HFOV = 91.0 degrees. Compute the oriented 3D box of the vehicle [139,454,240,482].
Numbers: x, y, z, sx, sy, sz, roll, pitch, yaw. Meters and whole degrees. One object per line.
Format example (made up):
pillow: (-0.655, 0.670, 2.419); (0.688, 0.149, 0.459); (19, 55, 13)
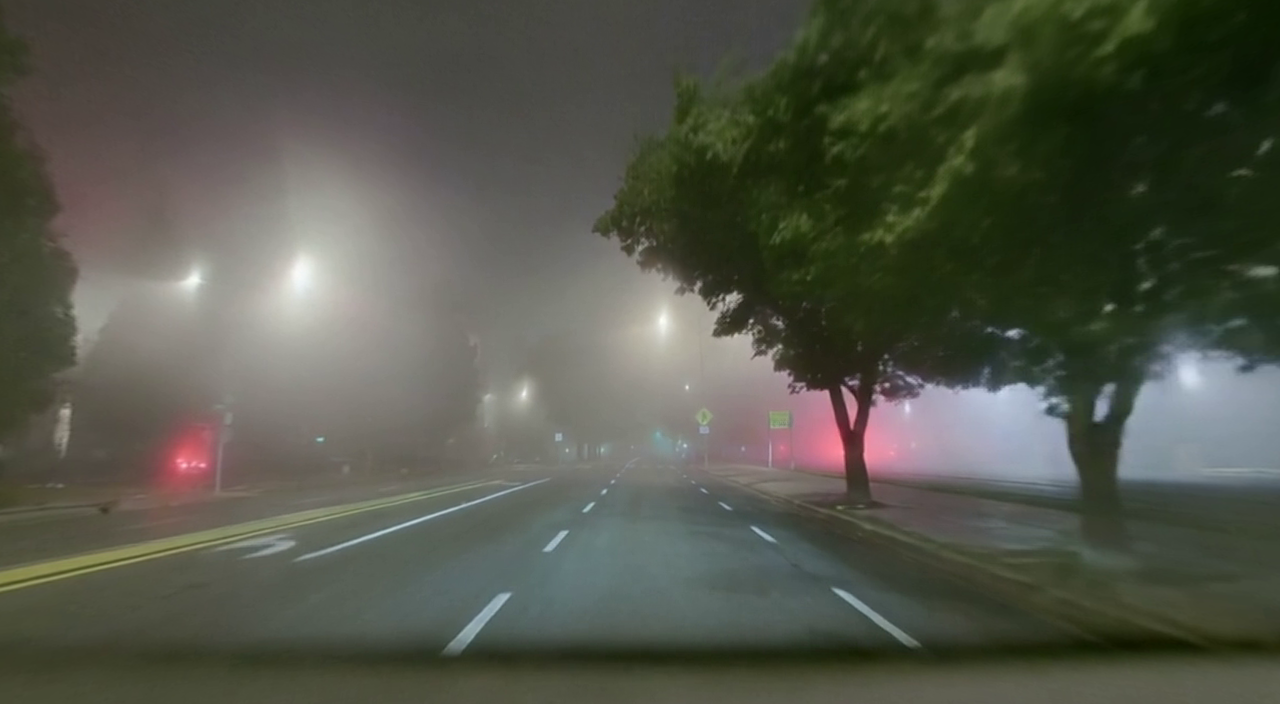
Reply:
vehicle: (-29.214, 7.553, 40.967); (4.899, 1.535, 1.926); (-1, -10, -6)
